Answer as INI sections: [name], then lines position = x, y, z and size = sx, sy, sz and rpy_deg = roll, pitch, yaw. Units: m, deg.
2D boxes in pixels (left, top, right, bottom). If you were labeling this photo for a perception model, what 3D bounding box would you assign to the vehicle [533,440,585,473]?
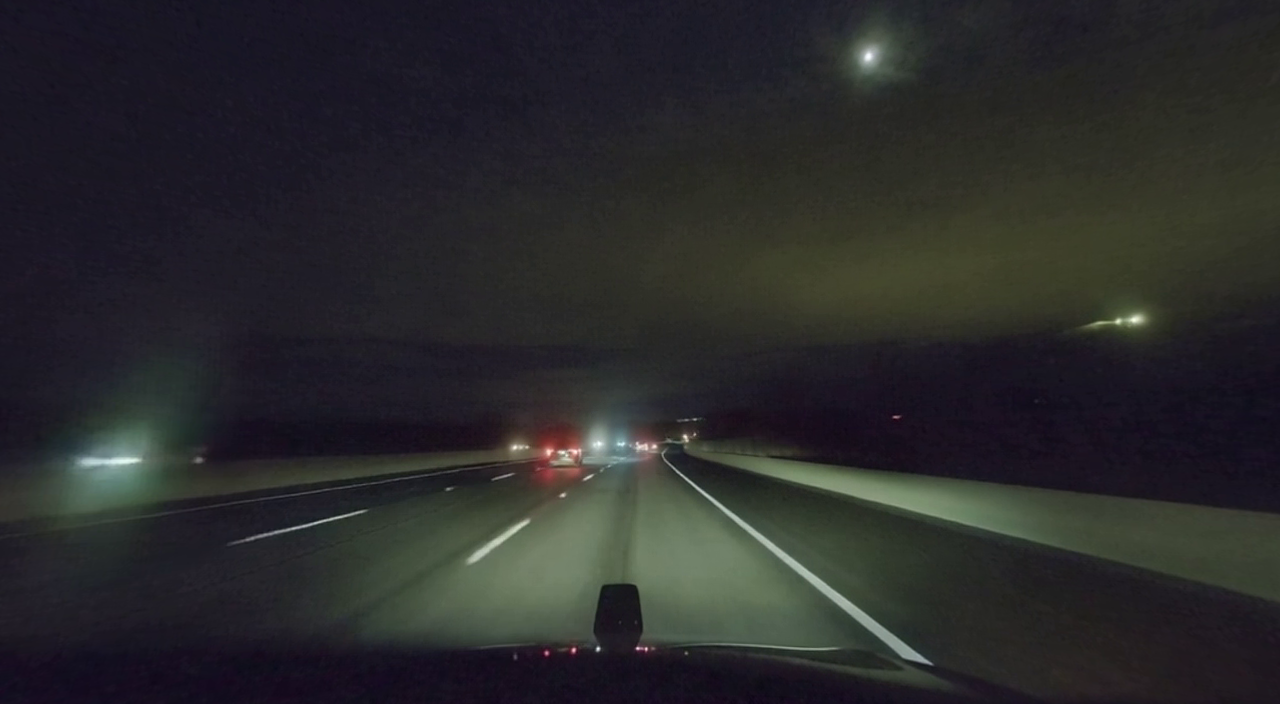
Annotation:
[vehicle]
position = -4.043, 5.320, 32.142
size = 1.961, 1.540, 4.487
rpy_deg = -1, -9, 2
